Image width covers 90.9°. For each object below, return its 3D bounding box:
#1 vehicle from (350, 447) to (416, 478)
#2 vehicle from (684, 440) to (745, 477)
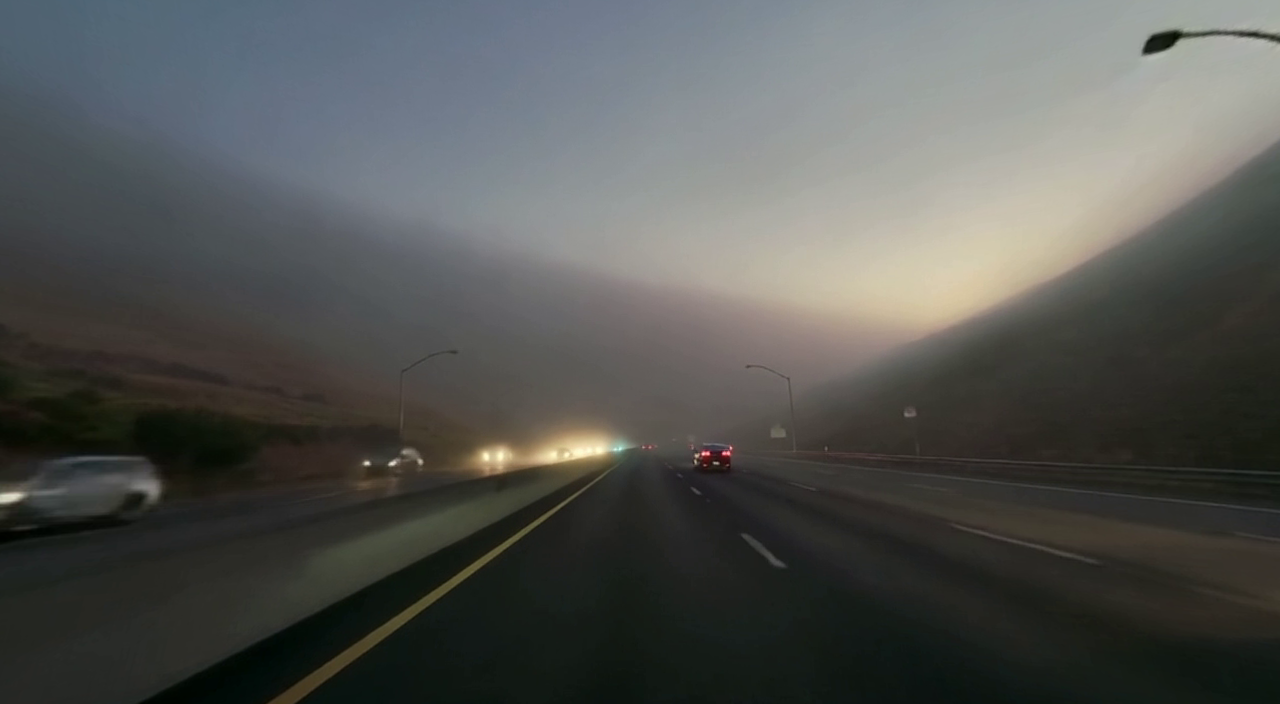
[{"bbox_3d":[-15.266,6.569,37.721,1.967,1.691,4.497,0,-8,1],"label":"vehicle"},{"bbox_3d":[3.027,4.460,26.669,2.044,1.444,4.216,0,-8,0],"label":"vehicle"}]
